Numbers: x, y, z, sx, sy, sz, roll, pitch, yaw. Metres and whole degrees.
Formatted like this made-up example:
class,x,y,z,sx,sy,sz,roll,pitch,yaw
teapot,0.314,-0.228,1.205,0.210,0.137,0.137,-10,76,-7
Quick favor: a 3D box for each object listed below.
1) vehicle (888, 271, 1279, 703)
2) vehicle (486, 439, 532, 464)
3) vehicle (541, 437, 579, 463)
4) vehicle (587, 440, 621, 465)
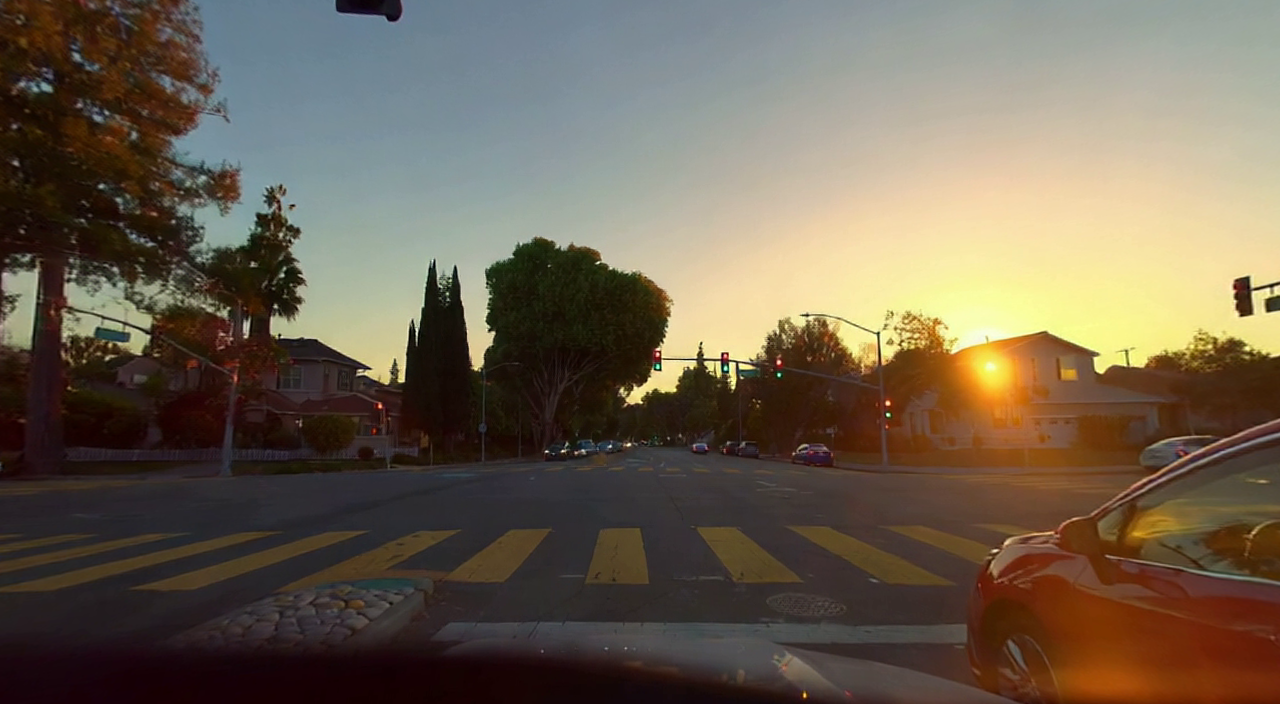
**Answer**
class,x,y,z,sx,sy,sz,roll,pitch,yaw
vehicle,2.717,0.712,1.741,2.085,1.800,4.908,0,-9,0
vehicle,-8.955,6.861,43.629,2.028,1.654,5.027,0,-9,1
vehicle,-5.546,6.896,44.378,2.091,1.707,4.157,0,-9,1
vehicle,-2.314,6.535,41.164,2.046,1.491,4.118,0,-9,-1
